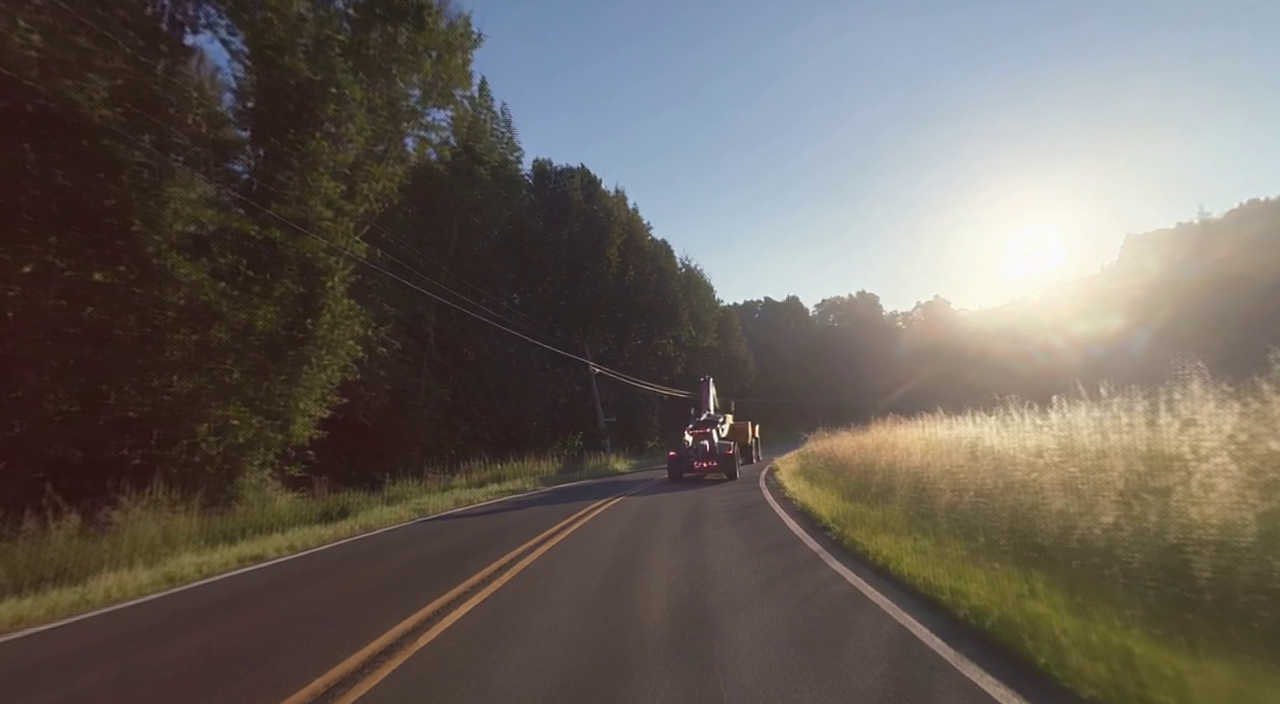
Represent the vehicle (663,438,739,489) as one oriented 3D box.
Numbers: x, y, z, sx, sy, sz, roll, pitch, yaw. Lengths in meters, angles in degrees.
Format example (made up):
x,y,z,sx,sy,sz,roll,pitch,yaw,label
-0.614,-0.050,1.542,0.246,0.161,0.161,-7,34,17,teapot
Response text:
x,y,z,sx,sy,sz,roll,pitch,yaw,label
2.044,3.590,20.723,2.196,1.465,4.294,-1,-8,7,vehicle
